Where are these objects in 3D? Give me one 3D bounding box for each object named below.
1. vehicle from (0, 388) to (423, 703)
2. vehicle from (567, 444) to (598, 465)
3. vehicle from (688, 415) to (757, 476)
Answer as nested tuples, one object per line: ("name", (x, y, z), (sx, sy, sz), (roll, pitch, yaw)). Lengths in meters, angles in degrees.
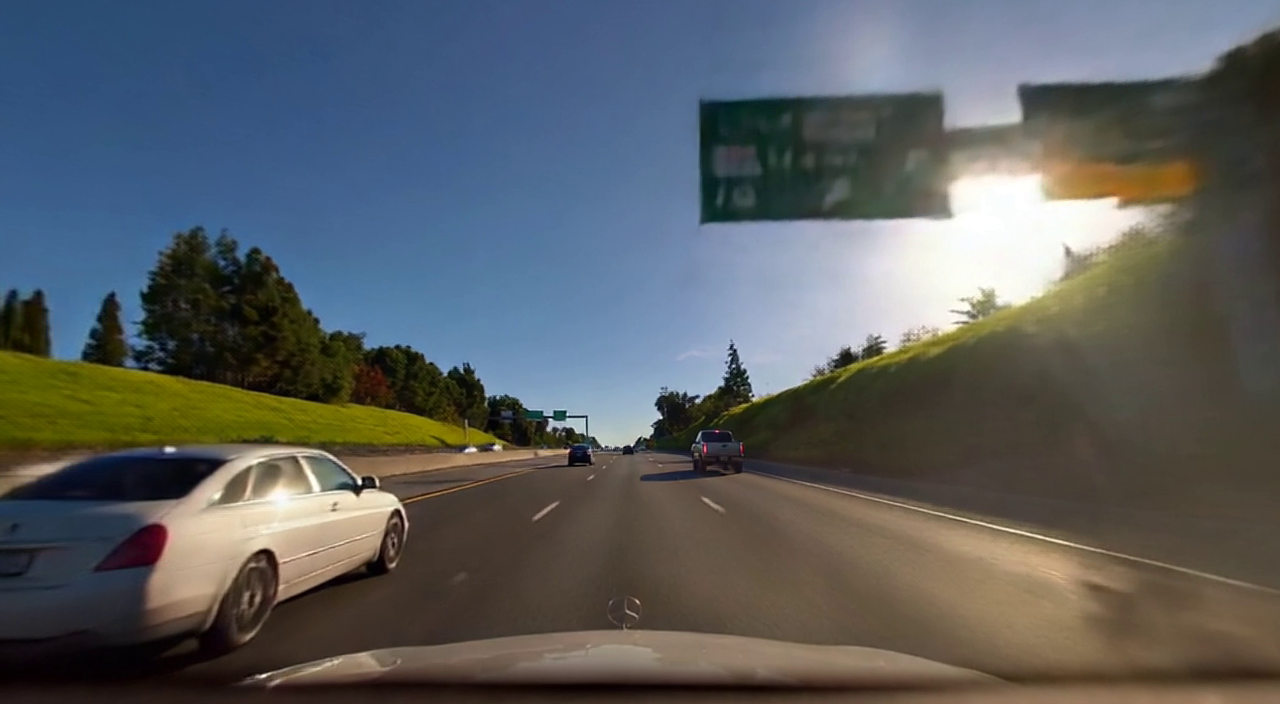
("vehicle", (-3.341, 1.227, 4.415), (1.939, 1.513, 4.773), (0, -9, 0))
("vehicle", (-4.390, 7.933, 48.754), (2.054, 1.529, 4.368), (0, -9, -1))
("vehicle", (3.796, 4.479, 30.104), (2.361, 2.636, 5.684), (0, -9, -1))
